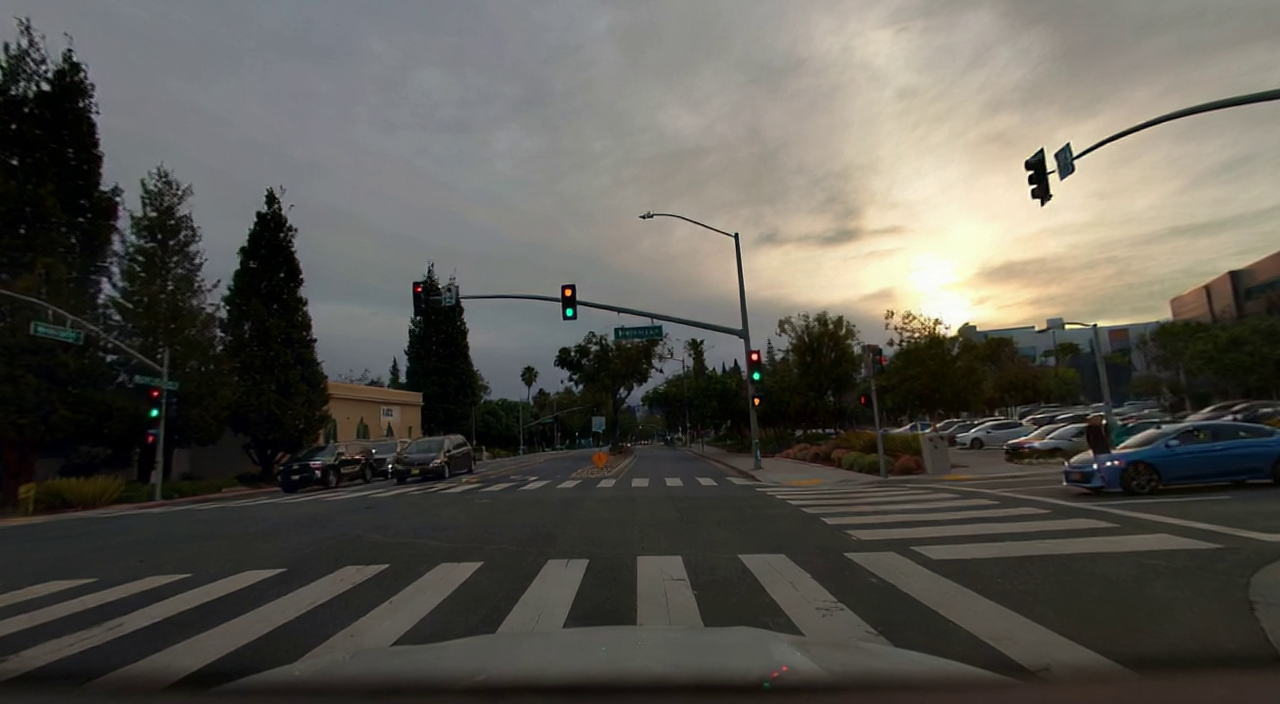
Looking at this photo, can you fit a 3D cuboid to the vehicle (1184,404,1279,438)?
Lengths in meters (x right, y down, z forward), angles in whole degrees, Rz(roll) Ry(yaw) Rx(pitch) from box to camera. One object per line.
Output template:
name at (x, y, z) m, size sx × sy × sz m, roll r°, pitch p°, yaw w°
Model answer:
vehicle at (34.785, 4.020, 36.666) m, size 4.326 × 1.511 × 1.725 m, roll -8°, pitch -9°, yaw 17°

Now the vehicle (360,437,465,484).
vehicle at (-10.175, 4.921, 28.956) m, size 2.664 × 1.940 × 5.702 m, roll 0°, pitch -9°, yaw 0°

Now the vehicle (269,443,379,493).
vehicle at (-13.804, 5.068, 28.046) m, size 2.306 × 1.957 × 4.968 m, roll 0°, pitch -9°, yaw -1°

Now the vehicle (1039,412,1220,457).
vehicle at (16.912, 2.913, 22.139) m, size 4.560 × 1.453 × 1.851 m, roll -3°, pitch -9°, yaw 18°
